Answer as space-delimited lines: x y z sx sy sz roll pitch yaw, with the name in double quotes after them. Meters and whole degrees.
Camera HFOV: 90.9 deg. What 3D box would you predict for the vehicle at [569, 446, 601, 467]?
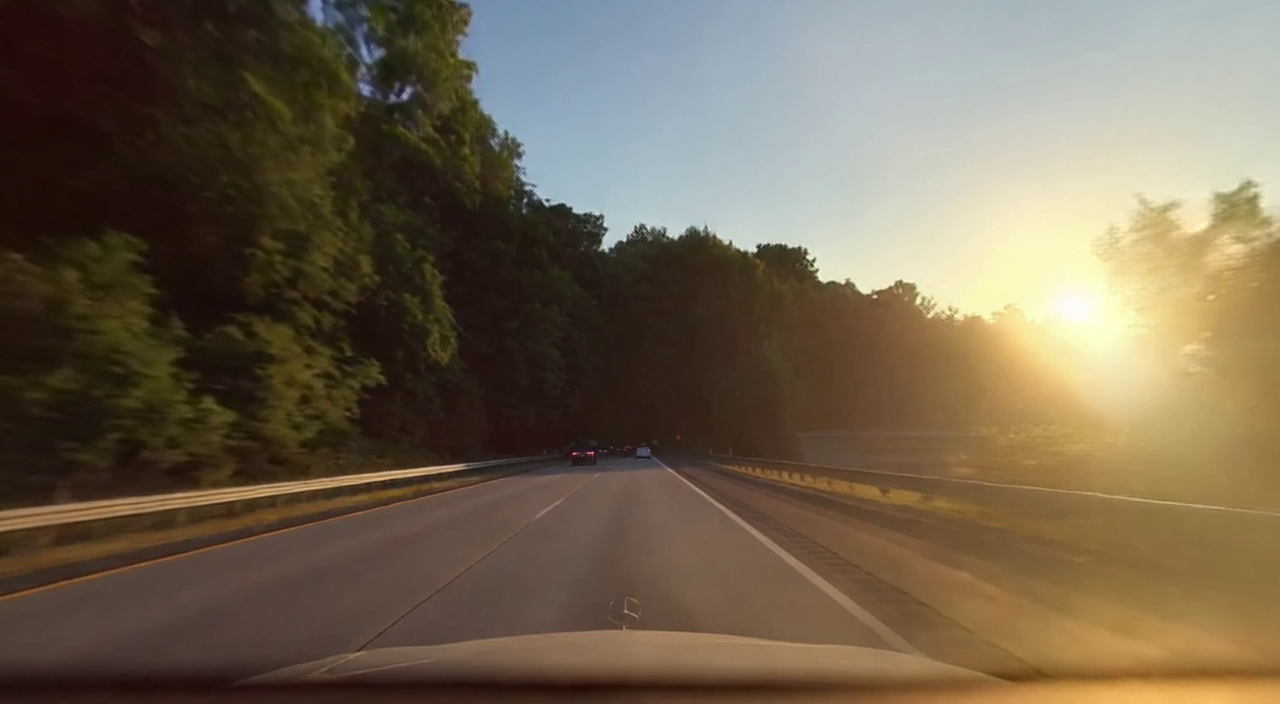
-4.177 8.055 48.571 2.112 1.498 4.117 0 -9 0 "vehicle"
